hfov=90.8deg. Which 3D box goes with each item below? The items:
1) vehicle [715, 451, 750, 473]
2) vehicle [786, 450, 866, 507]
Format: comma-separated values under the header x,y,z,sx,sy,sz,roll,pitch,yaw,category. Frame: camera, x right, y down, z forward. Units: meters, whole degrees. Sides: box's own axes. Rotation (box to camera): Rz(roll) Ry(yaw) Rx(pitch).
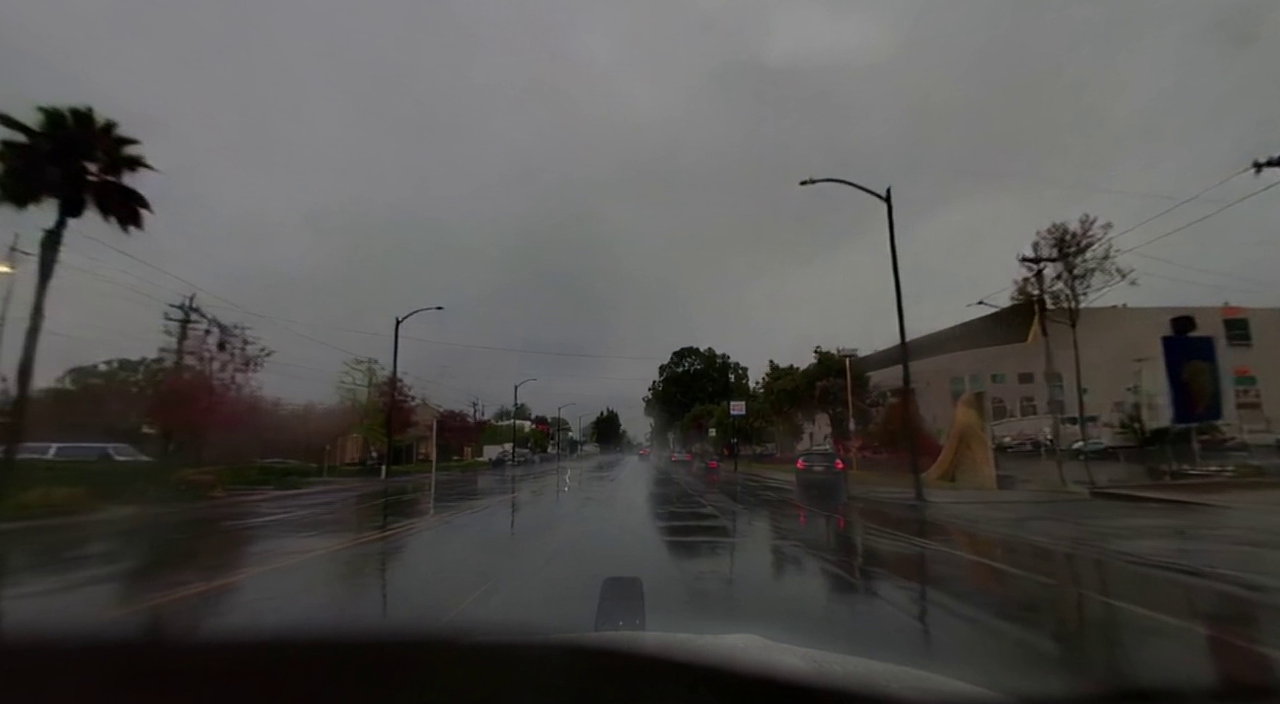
x,y,z,sx,sy,sz,roll,pitch,yaw,category
6.777,8.092,46.781,1.840,1.503,4.760,0,-8,-1,vehicle
5.742,3.805,19.568,2.067,1.477,4.653,-2,-9,16,vehicle
